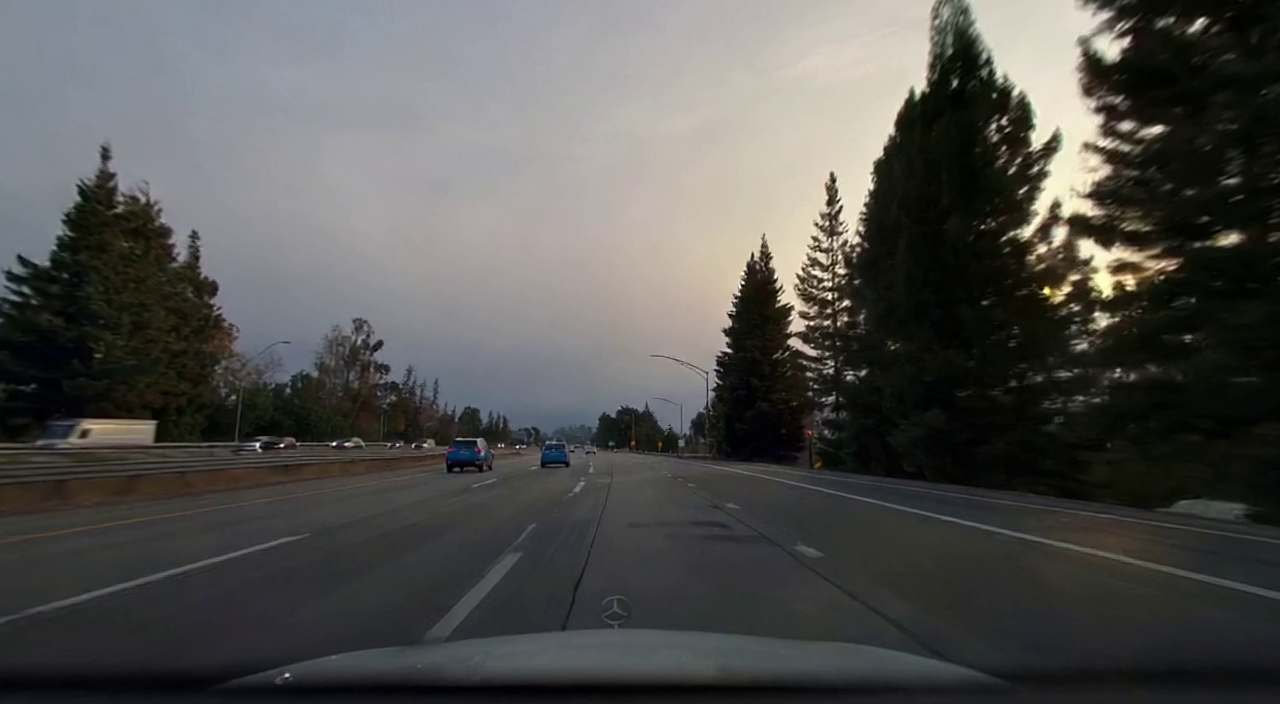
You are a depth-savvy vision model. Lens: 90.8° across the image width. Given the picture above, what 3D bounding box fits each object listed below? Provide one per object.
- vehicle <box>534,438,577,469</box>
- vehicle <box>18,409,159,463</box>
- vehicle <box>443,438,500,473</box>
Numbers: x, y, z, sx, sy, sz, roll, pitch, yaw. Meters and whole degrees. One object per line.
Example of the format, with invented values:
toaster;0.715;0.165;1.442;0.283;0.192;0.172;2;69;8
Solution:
vehicle;-4.959;6.052;37.736;2.146;1.766;4.502;0;-9;-3
vehicle;-38.148;5.976;44.223;3.012;3.426;7.995;1;-9;-4
vehicle;-8.810;5.440;33.410;2.016;1.711;4.365;0;-9;-3
